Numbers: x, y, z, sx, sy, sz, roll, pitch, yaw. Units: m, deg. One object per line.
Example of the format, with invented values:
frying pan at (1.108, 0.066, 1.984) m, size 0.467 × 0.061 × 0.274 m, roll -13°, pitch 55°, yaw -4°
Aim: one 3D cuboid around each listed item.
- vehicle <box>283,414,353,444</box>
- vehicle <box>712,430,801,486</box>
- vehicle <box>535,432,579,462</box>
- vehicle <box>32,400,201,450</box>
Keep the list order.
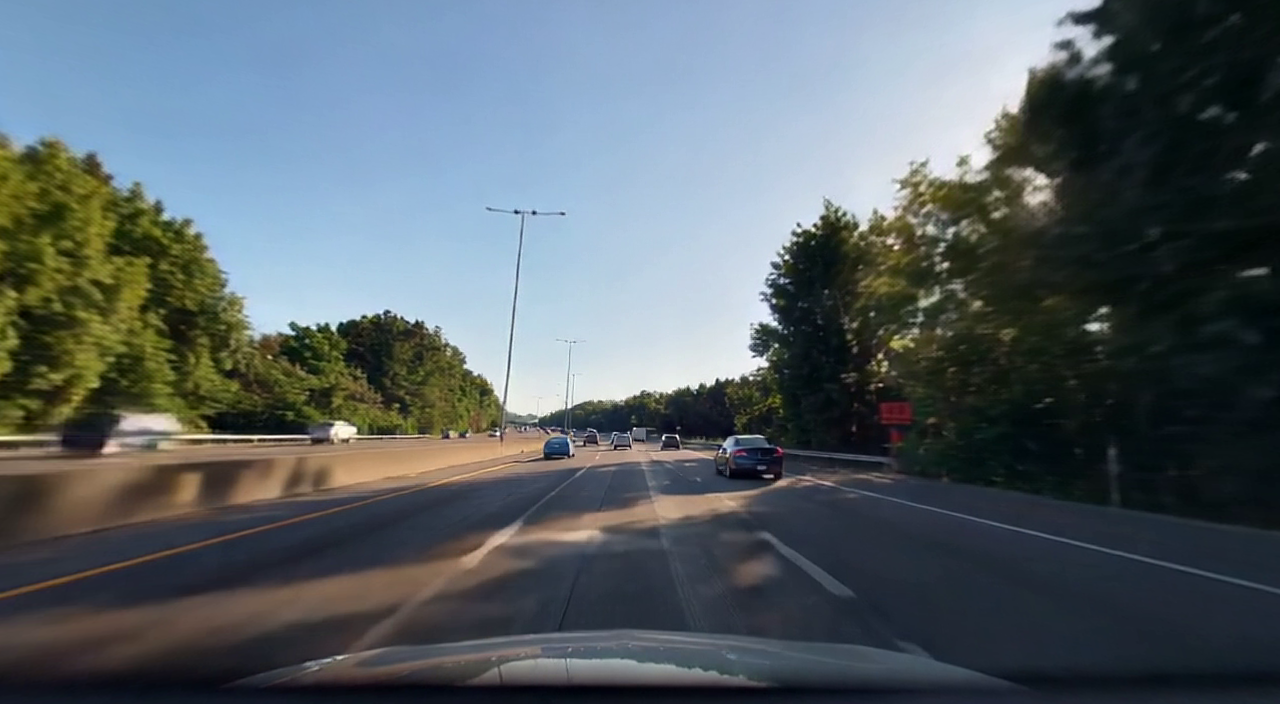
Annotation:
vehicle at (-21.808, 5.264, 42.951) m, size 2.150 × 1.879 × 5.149 m, roll 0°, pitch -8°, yaw -2°
vehicle at (3.446, 3.194, 19.390) m, size 1.883 × 1.536 × 3.792 m, roll 0°, pitch -8°, yaw -2°
vehicle at (-4.507, 5.181, 34.724) m, size 1.941 × 1.529 × 4.111 m, roll 0°, pitch -8°, yaw -1°
vehicle at (-18.135, 2.599, 22.211) m, size 1.963 × 1.581 × 4.609 m, roll 0°, pitch -8°, yaw 0°
